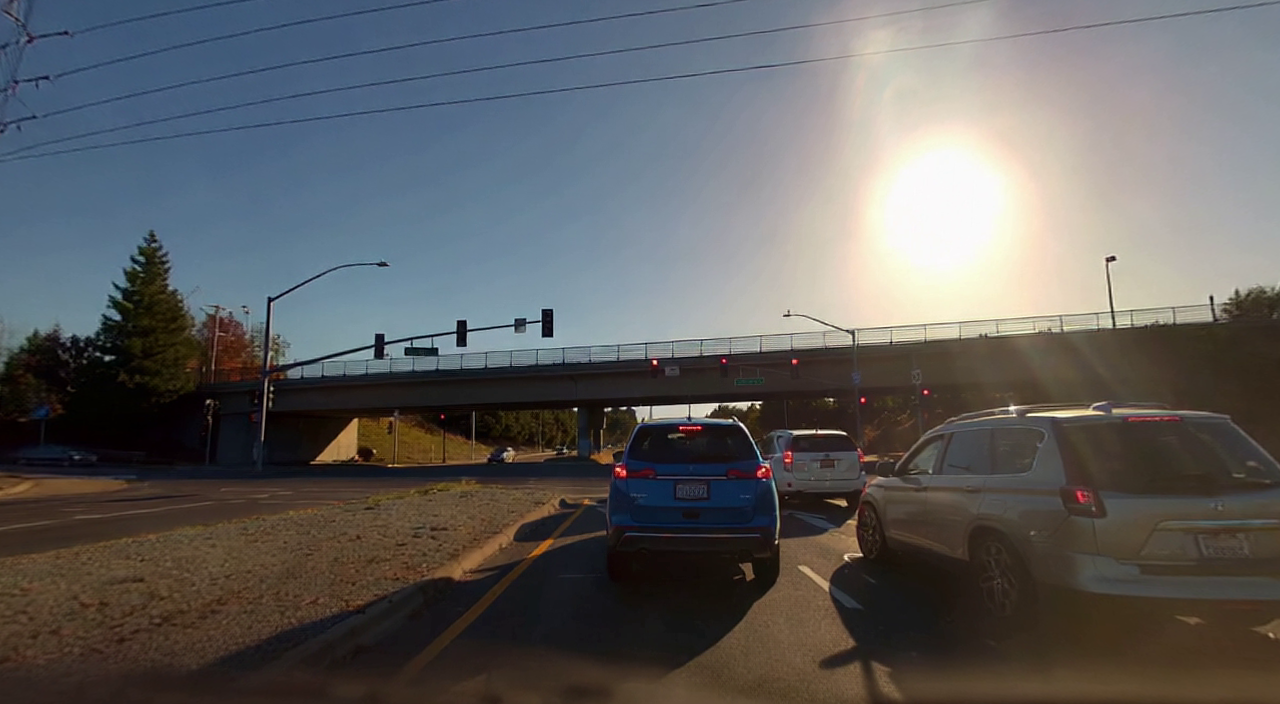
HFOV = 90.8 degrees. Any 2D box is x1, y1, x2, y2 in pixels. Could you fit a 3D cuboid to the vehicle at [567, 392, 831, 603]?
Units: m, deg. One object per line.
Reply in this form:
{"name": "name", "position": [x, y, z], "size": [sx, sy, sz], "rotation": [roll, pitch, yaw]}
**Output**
{"name": "vehicle", "position": [0.455, 1.553, 7.616], "size": [2.240, 1.778, 4.335], "rotation": [0, -8, -1]}

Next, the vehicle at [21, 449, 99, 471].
{"name": "vehicle", "position": [-40.838, 7.563, 44.458], "size": [4.647, 1.453, 1.881], "rotation": [-3, -9, 18]}

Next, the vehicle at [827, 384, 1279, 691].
{"name": "vehicle", "position": [3.408, 1.337, 5.783], "size": [1.990, 1.649, 4.625], "rotation": [0, -8, 0]}
